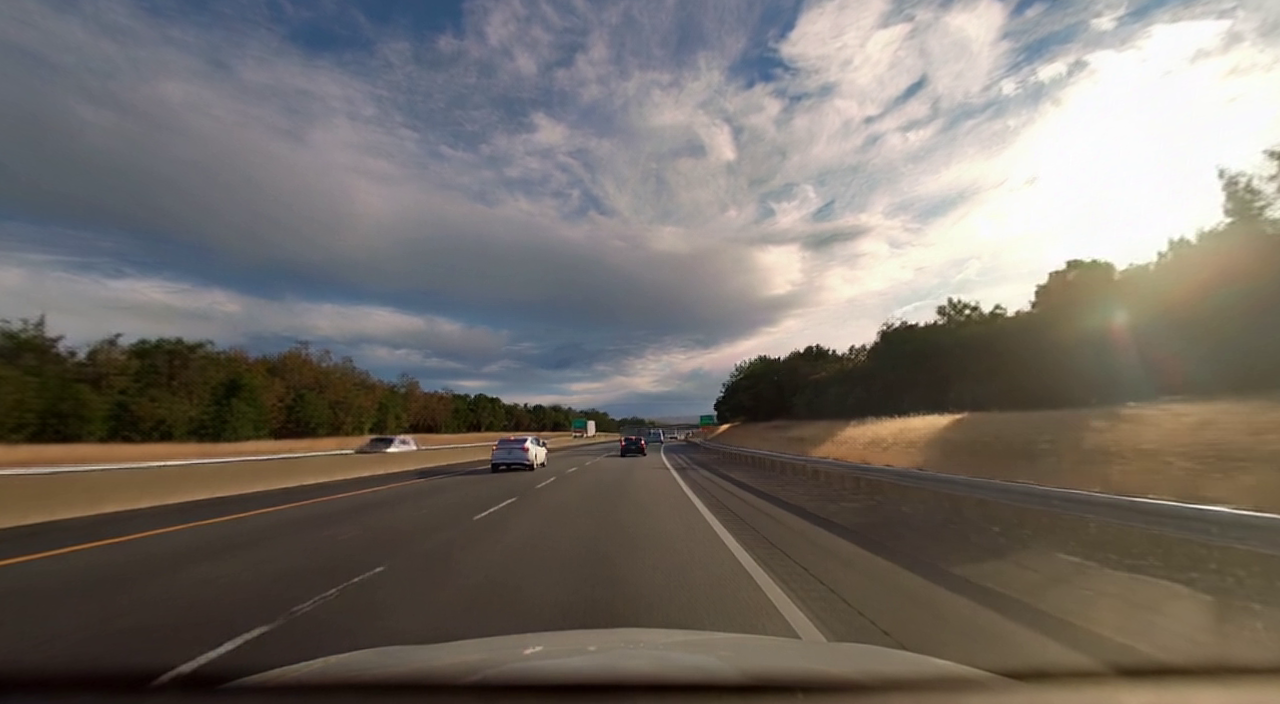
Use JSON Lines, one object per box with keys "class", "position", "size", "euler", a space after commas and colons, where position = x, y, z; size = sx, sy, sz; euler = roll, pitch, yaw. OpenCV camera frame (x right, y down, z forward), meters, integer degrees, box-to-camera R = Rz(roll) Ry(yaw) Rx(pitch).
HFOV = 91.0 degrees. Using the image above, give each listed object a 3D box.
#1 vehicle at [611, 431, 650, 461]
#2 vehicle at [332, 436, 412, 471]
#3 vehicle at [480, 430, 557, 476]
{"class": "vehicle", "position": [-0.540, 5.496, 36.829], "size": [2.146, 1.636, 4.026], "euler": [0, -8, -1]}
{"class": "vehicle", "position": [-12.930, 4.916, 30.745], "size": [1.944, 1.520, 4.477], "euler": [-1, -8, 0]}
{"class": "vehicle", "position": [-4.676, 3.957, 24.901], "size": [2.075, 1.653, 4.317], "euler": [-1, -8, 1]}
